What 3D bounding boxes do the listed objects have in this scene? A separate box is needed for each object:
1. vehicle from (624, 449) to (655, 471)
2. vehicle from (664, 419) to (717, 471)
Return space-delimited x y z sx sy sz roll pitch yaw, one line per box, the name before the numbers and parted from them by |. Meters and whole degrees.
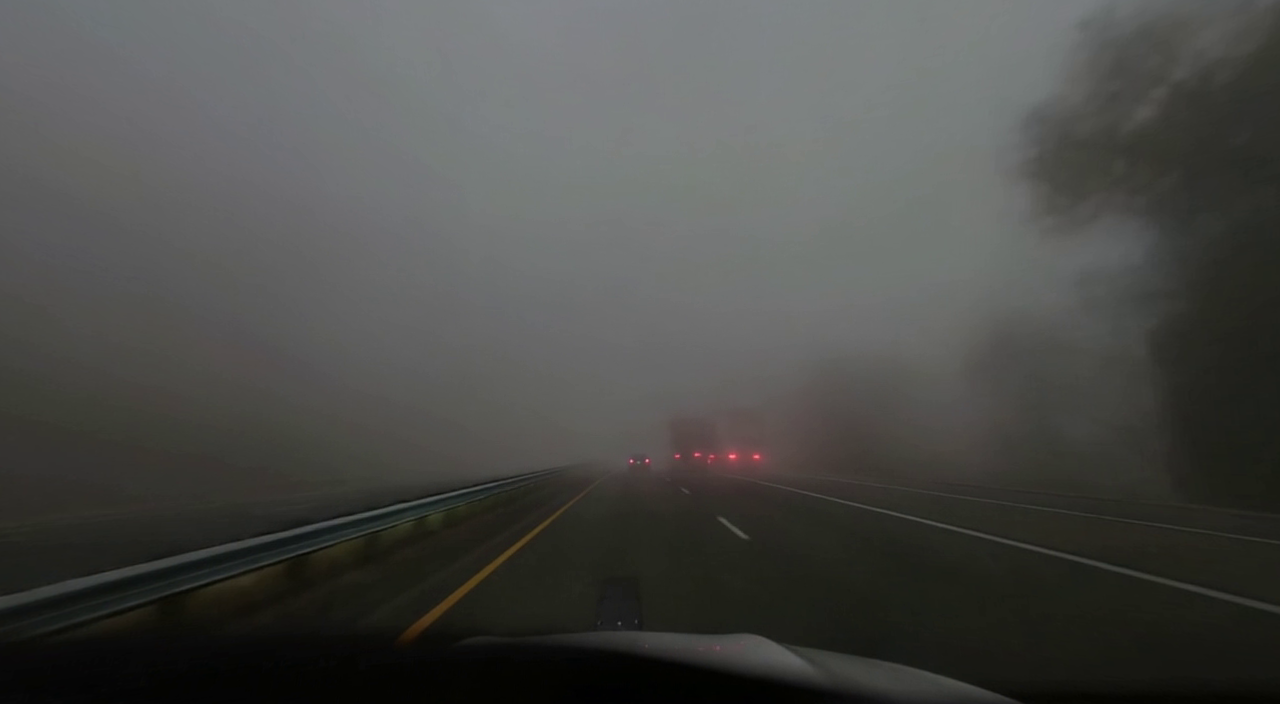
vehicle | -0.072 7.749 44.992 2.083 1.473 3.923 0 -9 -1
vehicle | 3.482 6.745 45.218 2.859 3.332 7.735 0 -9 -2
